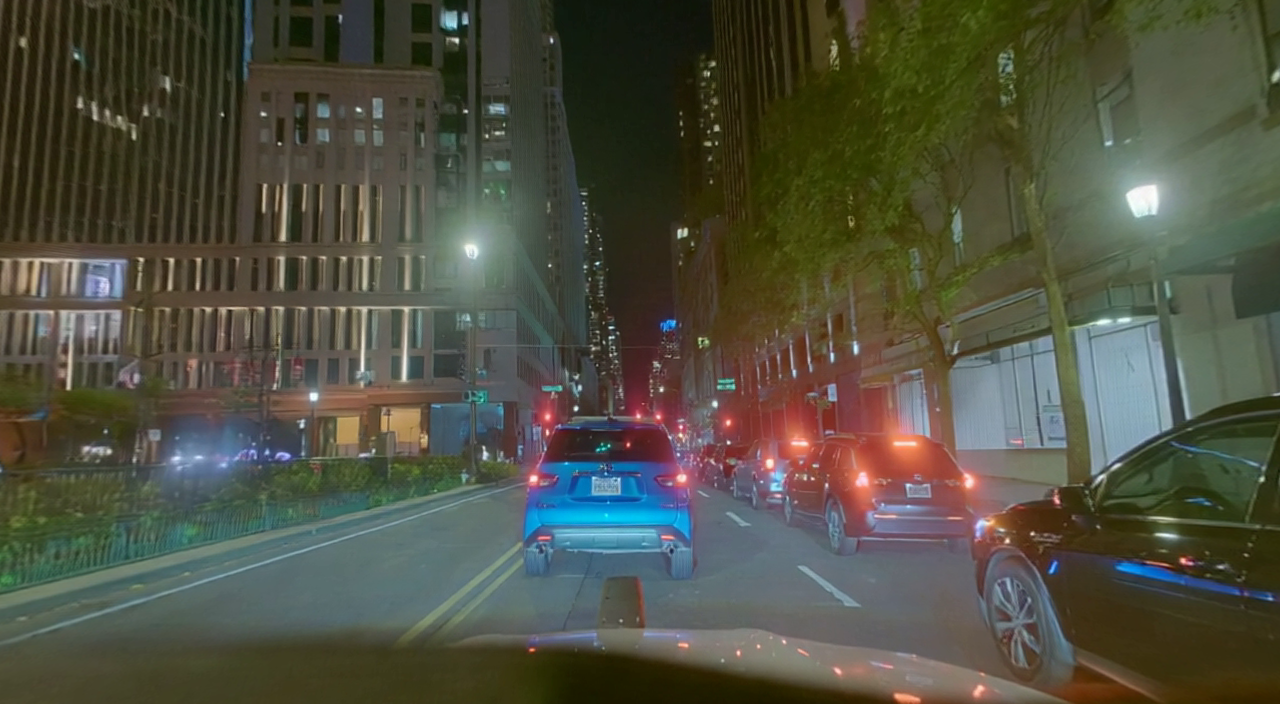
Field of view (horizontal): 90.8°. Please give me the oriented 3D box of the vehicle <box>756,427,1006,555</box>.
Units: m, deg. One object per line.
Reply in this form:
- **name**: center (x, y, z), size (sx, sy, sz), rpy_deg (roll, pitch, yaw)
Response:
- **vehicle**: center (3.275, 1.987, 9.817), size (1.941, 1.482, 4.632), rpy_deg (0, -9, -1)

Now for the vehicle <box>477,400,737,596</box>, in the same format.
- **vehicle**: center (-0.341, 1.580, 7.621), size (2.249, 1.684, 4.084), rpy_deg (0, -9, -2)

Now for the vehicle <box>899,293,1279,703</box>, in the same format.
- **vehicle**: center (2.993, 0.752, 2.249), size (2.063, 1.760, 4.664), rpy_deg (0, -9, -1)

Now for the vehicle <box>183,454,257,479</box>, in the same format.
- **vehicle**: center (-27.707, 7.541, 41.873), size (1.967, 1.428, 4.832), rpy_deg (0, -9, -5)
